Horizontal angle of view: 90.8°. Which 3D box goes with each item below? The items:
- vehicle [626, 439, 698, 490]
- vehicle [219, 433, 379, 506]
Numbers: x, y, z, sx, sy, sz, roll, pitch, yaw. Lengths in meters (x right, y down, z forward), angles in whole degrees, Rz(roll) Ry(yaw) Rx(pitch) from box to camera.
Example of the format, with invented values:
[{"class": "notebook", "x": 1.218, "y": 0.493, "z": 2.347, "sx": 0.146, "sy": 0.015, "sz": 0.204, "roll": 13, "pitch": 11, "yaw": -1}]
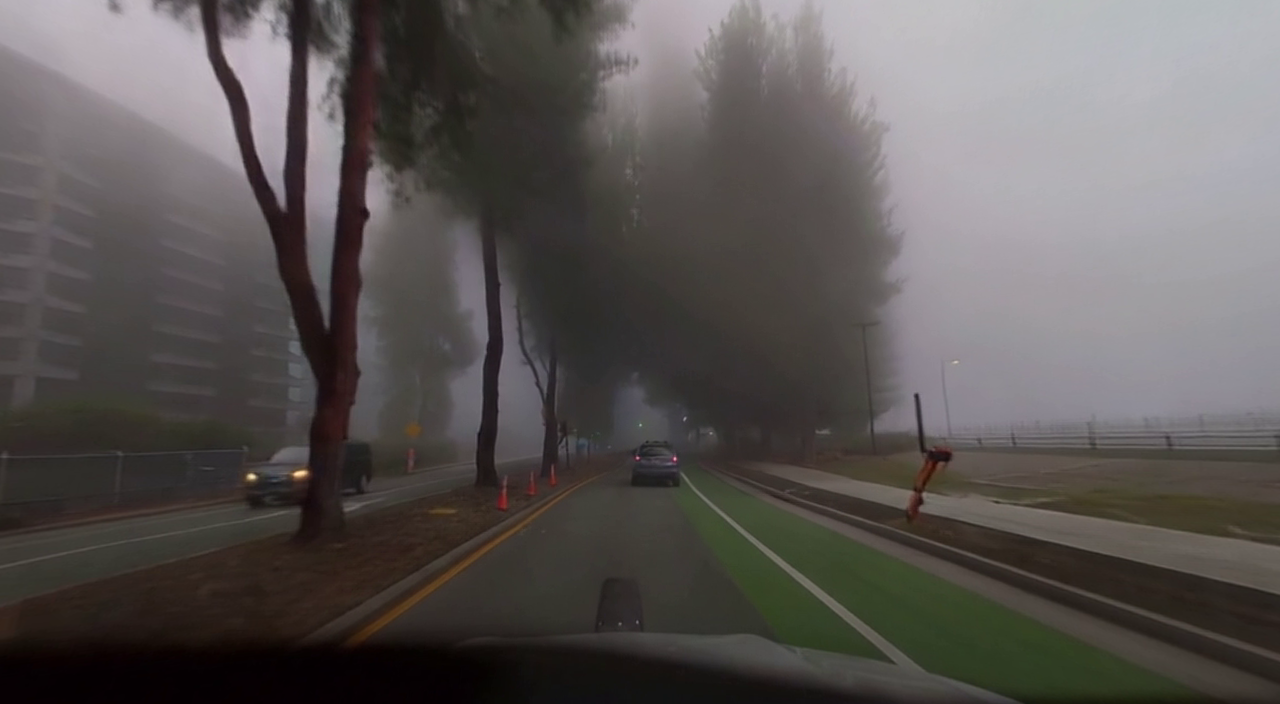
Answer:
[{"class": "vehicle", "x": 0.715, "y": 3.684, "z": 20.995, "sx": 2.114, "sy": 1.493, "sz": 4.430, "roll": 0, "pitch": -9, "yaw": 2}, {"class": "vehicle", "x": -11.144, "y": 3.867, "z": 21.302, "sx": 2.349, "sy": 2.106, "sz": 5.464, "roll": 0, "pitch": -9, "yaw": 0}]
